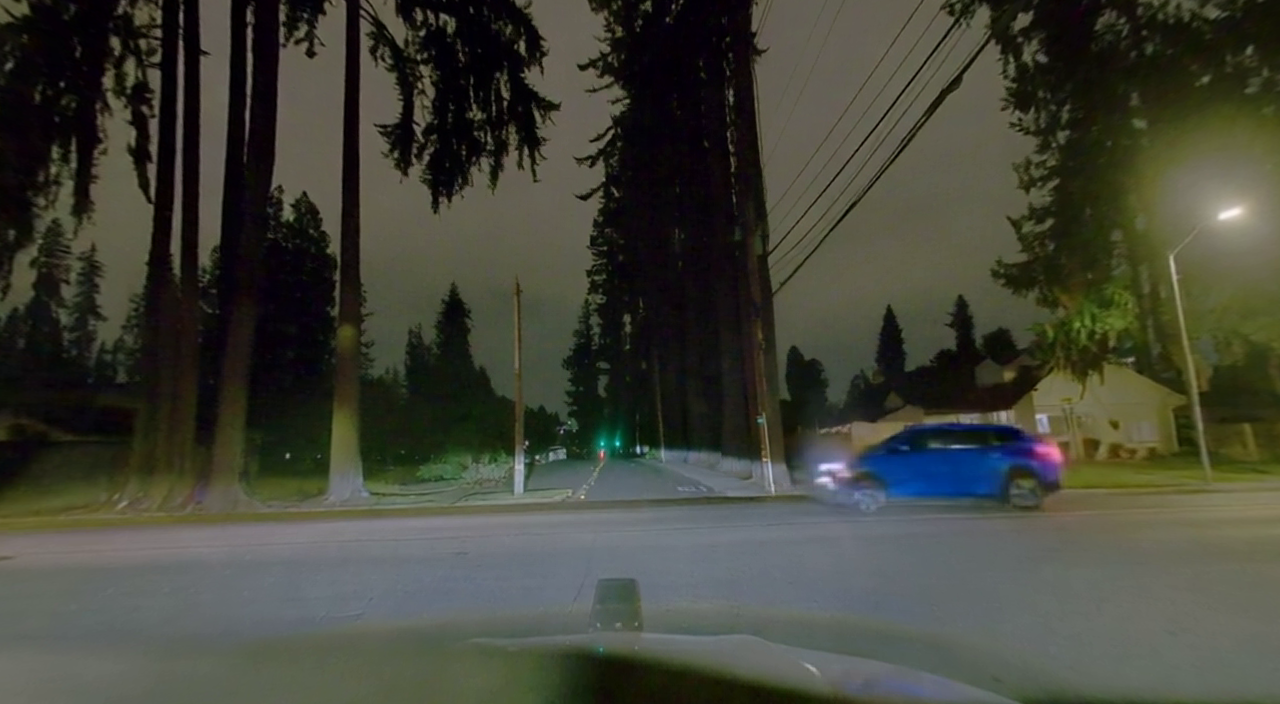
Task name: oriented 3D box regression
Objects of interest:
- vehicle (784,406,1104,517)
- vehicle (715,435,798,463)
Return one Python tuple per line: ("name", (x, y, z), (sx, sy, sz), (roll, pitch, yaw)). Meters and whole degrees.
("vehicle", (5.386, 1.994, 11.773), (4.809, 1.834, 2.181), (0, -8, -2))
("vehicle", (7.262, 6.062, 39.646), (4.784, 1.647, 1.947), (0, -8, -5))
